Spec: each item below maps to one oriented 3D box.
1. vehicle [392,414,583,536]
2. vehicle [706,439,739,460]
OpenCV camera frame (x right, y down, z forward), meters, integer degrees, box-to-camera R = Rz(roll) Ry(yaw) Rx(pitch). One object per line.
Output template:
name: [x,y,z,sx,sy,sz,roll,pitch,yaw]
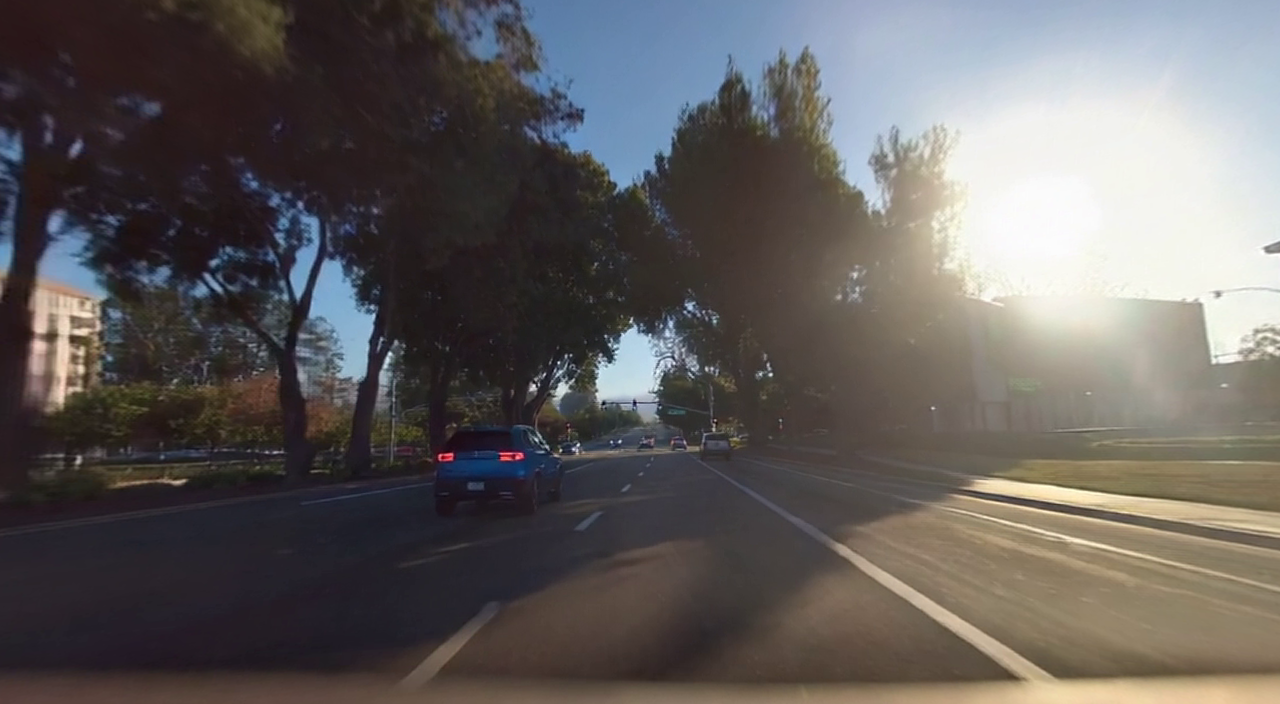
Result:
vehicle: [-2.388,2.081,11.283,2.033,1.713,4.503,-1,-8,4]
vehicle: [6.055,7.197,46.457,1.983,1.464,4.472,-1,-8,2]
